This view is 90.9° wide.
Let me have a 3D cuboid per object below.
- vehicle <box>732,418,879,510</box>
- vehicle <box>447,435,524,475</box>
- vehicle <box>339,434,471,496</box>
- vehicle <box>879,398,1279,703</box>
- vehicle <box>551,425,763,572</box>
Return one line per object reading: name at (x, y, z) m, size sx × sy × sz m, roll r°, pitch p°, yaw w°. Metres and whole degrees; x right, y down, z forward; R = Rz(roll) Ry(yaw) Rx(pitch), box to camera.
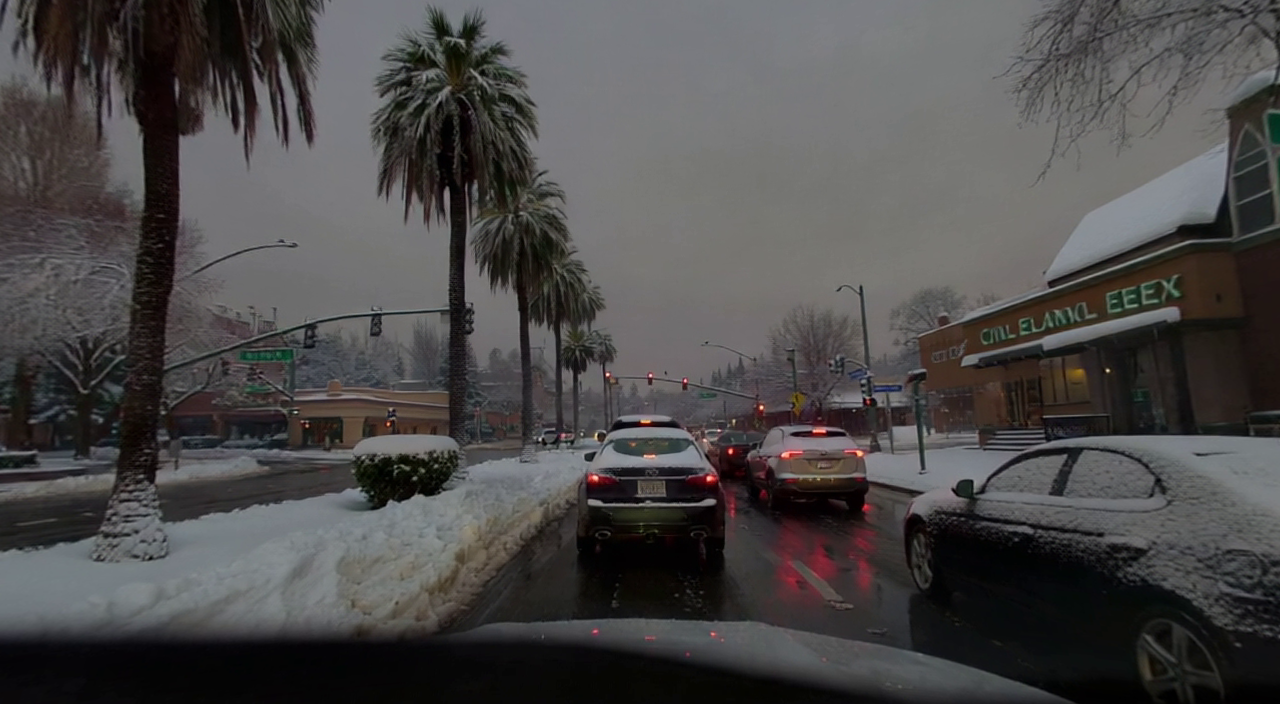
vehicle at (3.499, 2.470, 14.314) m, size 2.169 × 1.751 × 4.276 m, roll 0°, pitch -8°, yaw 0°
vehicle at (-6.050, 4.094, 25.236) m, size 1.822 × 1.456 × 4.396 m, roll -1°, pitch -8°, yaw 2°
vehicle at (-6.252, 3.051, 17.381) m, size 1.900 × 1.487 × 4.165 m, roll 0°, pitch -8°, yaw 2°
vehicle at (3.544, 1.222, 4.475) m, size 1.910 × 1.490 × 4.661 m, roll 0°, pitch -8°, yaw 1°
vehicle at (0.179, 1.786, 8.462) m, size 2.140 × 1.474 × 4.026 m, roll 0°, pitch -8°, yaw 0°
